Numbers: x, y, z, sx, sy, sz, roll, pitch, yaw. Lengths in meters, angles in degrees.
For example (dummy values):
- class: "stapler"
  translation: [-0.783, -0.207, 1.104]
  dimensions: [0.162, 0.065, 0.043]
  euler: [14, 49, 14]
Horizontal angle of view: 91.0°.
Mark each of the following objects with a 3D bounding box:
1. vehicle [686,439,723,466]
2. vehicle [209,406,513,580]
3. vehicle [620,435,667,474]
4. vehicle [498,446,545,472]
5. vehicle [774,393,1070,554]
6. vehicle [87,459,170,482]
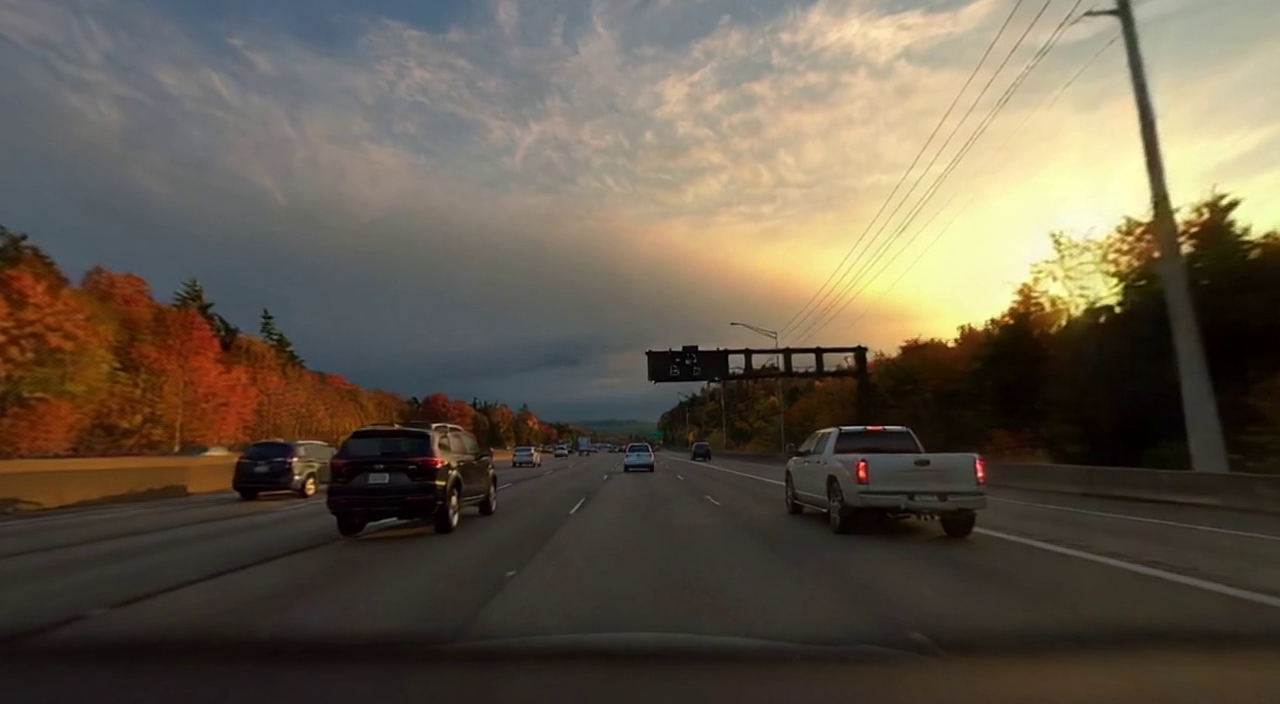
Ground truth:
- class: "vehicle"
  translation: [5.004, 7.949, 49.929]
  dimensions: [2.380, 1.976, 5.614]
  euler: [0, -9, 1]
- class: "vehicle"
  translation: [-3.336, 1.803, 8.815]
  dimensions: [2.154, 1.783, 4.476]
  euler: [0, -9, 0]
- class: "vehicle"
  translation: [0.155, 5.595, 34.481]
  dimensions: [2.372, 1.957, 5.121]
  euler: [0, -9, 0]
- class: "vehicle"
  translation: [-7.260, 6.592, 38.971]
  dimensions: [2.014, 1.526, 4.577]
  euler: [0, -9, 0]
- class: "vehicle"
  translation: [4.145, 1.959, 10.820]
  dimensions: [2.388, 1.998, 5.749]
  euler: [0, -9, 0]
- class: "vehicle"
  translation: [-35.933, 8.324, 44.425]
  dimensions: [1.783, 1.485, 4.838]
  euler: [0, -9, -1]
